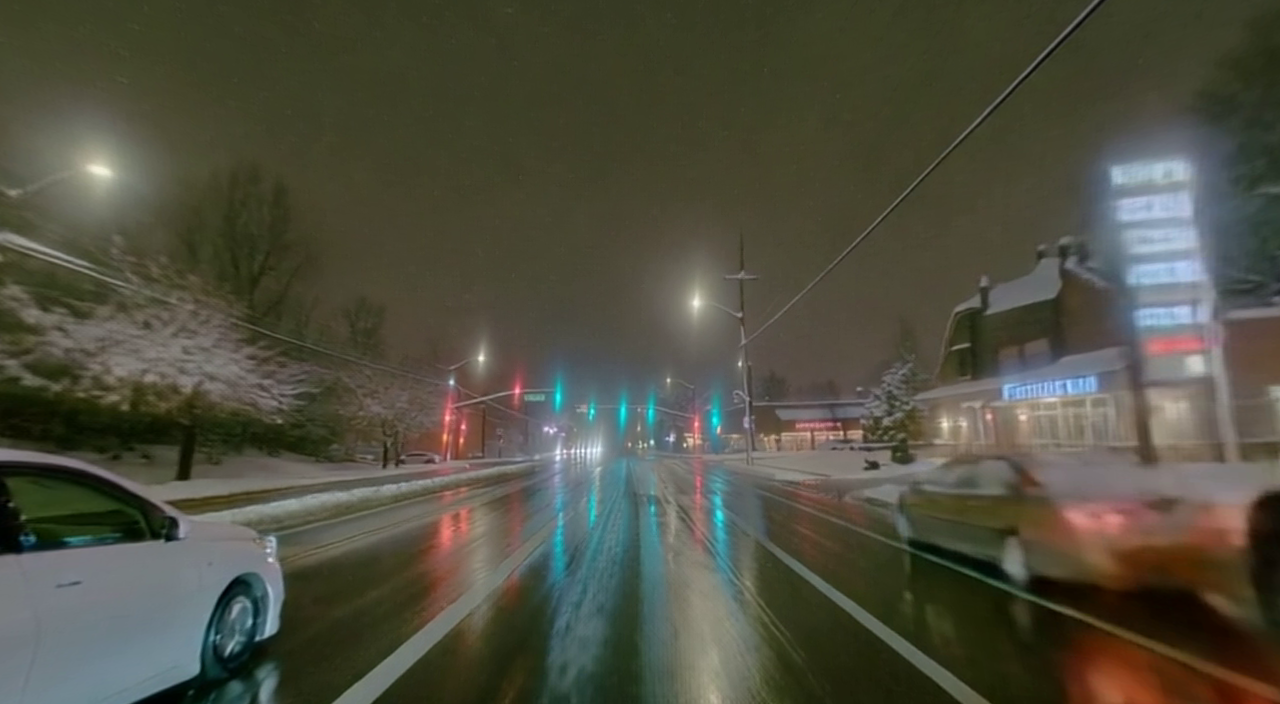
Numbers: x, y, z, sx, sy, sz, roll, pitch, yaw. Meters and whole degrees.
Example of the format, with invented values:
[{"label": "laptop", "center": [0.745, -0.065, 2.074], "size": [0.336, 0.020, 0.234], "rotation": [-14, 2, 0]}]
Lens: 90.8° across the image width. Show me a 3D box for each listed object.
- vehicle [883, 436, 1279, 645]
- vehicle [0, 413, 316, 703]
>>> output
[{"label": "vehicle", "center": [4.591, 1.674, 6.841], "size": [2.026, 1.441, 4.697], "rotation": [0, -8, 0]}, {"label": "vehicle", "center": [-3.036, 0.875, 1.737], "size": [1.874, 1.424, 4.553], "rotation": [0, -8, 0]}]
